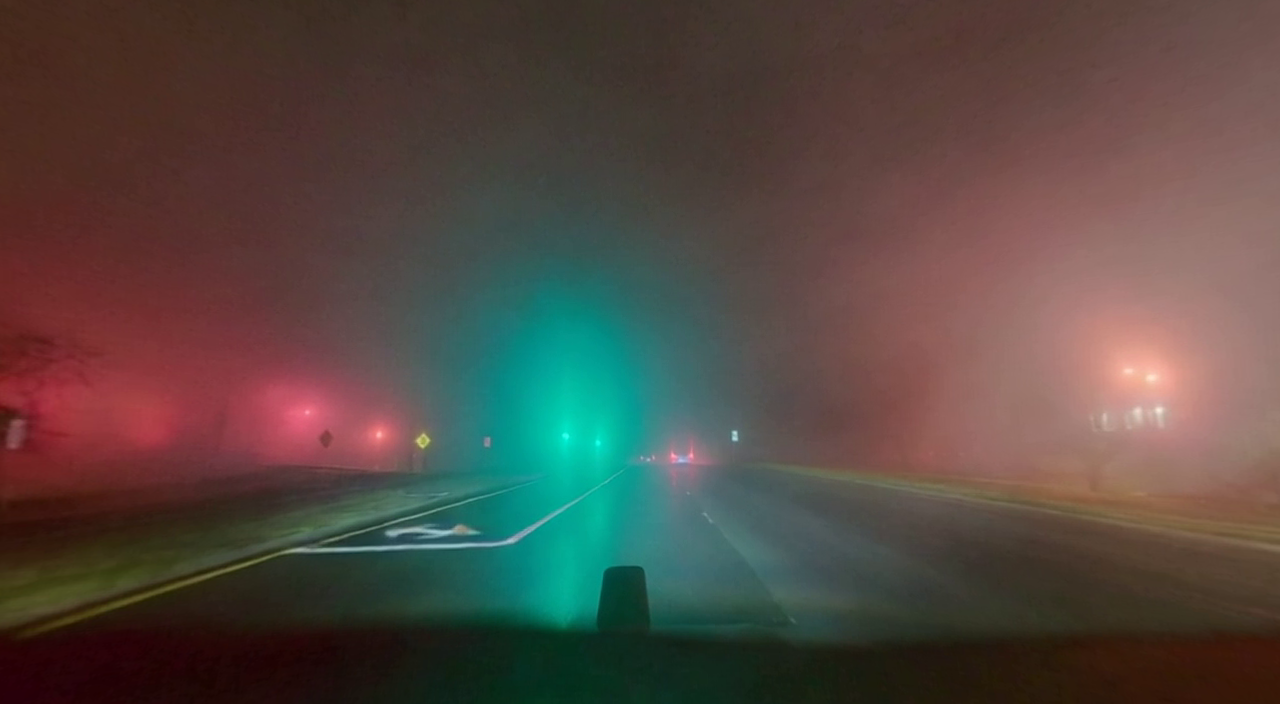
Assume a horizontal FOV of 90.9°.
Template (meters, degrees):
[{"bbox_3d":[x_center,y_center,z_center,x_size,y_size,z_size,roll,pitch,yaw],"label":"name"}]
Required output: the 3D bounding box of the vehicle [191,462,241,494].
[{"bbox_3d":[-25.640,7.598,38.249,1.847,1.698,4.345,4,-10,-26],"label":"vehicle"}]
